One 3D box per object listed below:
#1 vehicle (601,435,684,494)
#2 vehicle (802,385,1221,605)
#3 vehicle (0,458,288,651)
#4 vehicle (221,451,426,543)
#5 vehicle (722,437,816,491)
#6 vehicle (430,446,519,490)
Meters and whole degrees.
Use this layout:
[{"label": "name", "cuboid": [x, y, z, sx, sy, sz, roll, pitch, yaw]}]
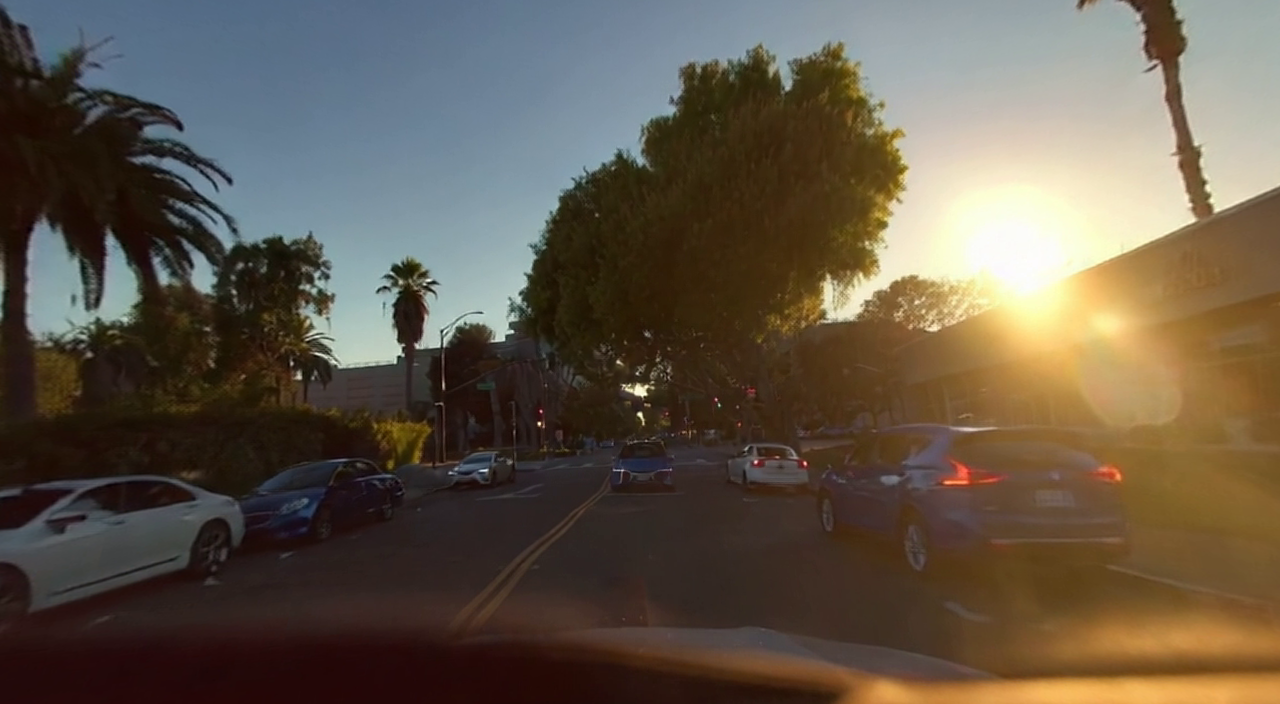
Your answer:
[{"label": "vehicle", "cuboid": [0.056, 3.100, 17.722, 2.060, 1.452, 4.078, 0, -8, 0]}, {"label": "vehicle", "cuboid": [3.697, 1.539, 7.815, 2.099, 1.786, 5.198, 0, -8, 1]}, {"label": "vehicle", "cuboid": [-6.123, 1.941, 6.774, 1.874, 1.472, 4.668, 0, -8, 2]}, {"label": "vehicle", "cuboid": [-6.131, 2.810, 12.963, 1.850, 1.482, 4.454, 0, -8, 1]}, {"label": "vehicle", "cuboid": [3.680, 3.273, 18.830, 1.821, 1.417, 4.454, 0, -8, -1]}, {"label": "vehicle", "cuboid": [-6.228, 4.410, 24.418, 2.105, 1.469, 4.693, 0, -8, 1]}]
